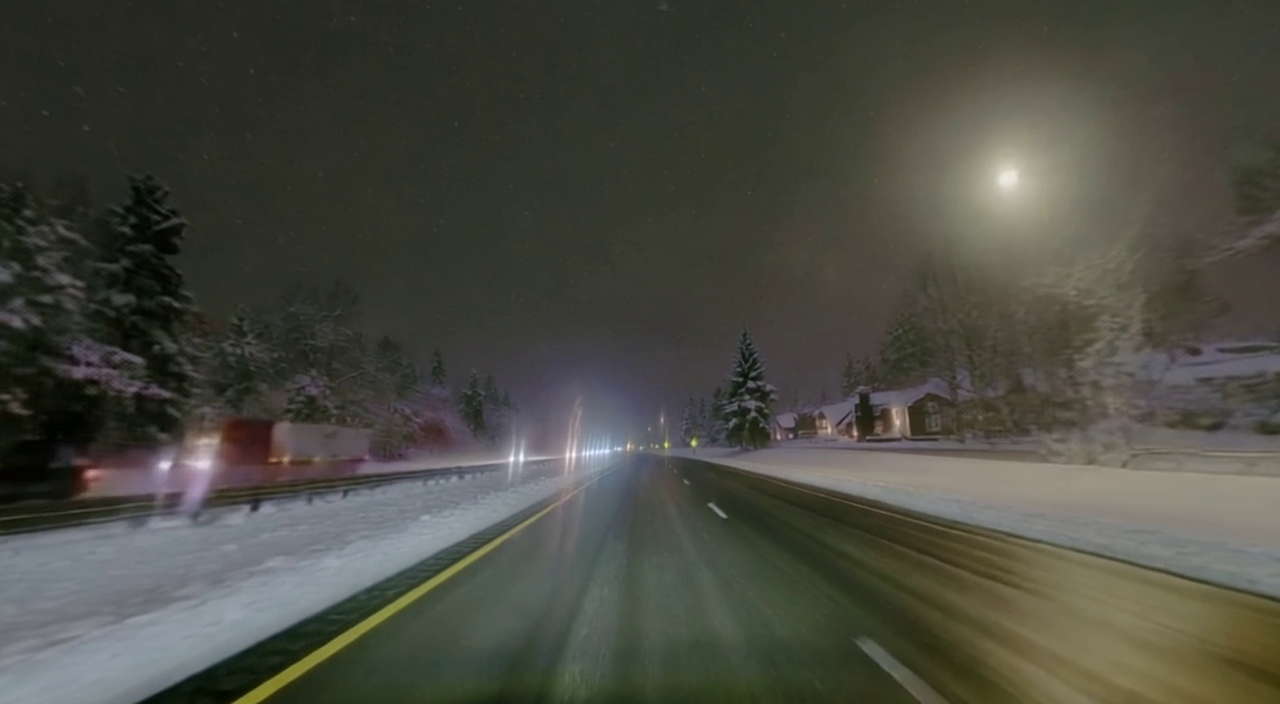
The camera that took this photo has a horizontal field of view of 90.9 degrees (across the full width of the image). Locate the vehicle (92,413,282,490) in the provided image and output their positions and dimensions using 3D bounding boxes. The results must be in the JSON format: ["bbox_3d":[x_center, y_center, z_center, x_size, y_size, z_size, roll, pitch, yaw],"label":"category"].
[{"bbox_3d":[-22.587,5.067,32.379,3.178,3.344,8.688,0,-9,0],"label":"vehicle"}]
